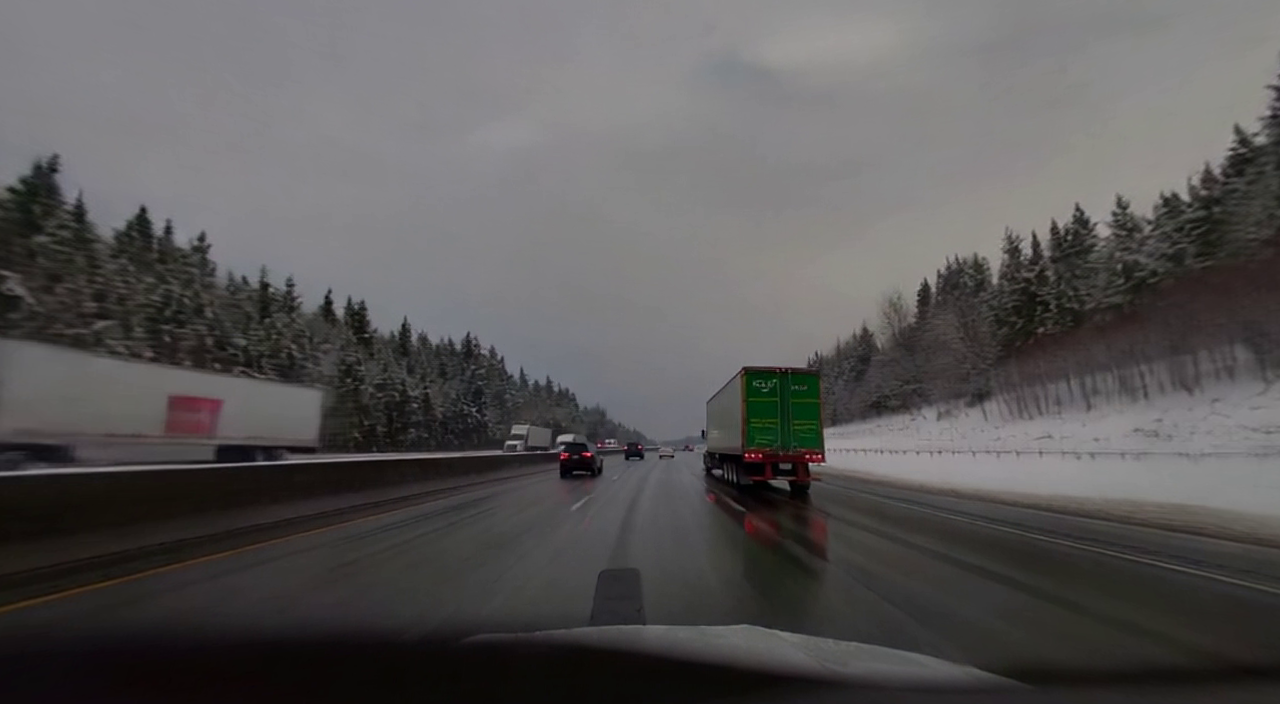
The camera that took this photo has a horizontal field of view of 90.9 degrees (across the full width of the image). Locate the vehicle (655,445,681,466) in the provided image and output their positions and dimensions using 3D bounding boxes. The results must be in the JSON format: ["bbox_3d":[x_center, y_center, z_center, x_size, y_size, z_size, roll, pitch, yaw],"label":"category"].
[{"bbox_3d":[2.196,8.044,49.090,1.990,1.537,3.725,-1,-9,3],"label":"vehicle"}]

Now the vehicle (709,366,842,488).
[{"bbox_3d":[5.189,3.505,27.652,3.057,3.993,13.914,0,-9,1],"label":"vehicle"}]

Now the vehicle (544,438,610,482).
[{"bbox_3d":[-2.590,4.605,27.034,2.205,1.728,4.397,0,-9,2],"label":"vehicle"}]

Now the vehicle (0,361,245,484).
[{"bbox_3d":[-20.402,2.698,22.526,3.238,3.588,13.782,0,-9,2],"label":"vehicle"}]
